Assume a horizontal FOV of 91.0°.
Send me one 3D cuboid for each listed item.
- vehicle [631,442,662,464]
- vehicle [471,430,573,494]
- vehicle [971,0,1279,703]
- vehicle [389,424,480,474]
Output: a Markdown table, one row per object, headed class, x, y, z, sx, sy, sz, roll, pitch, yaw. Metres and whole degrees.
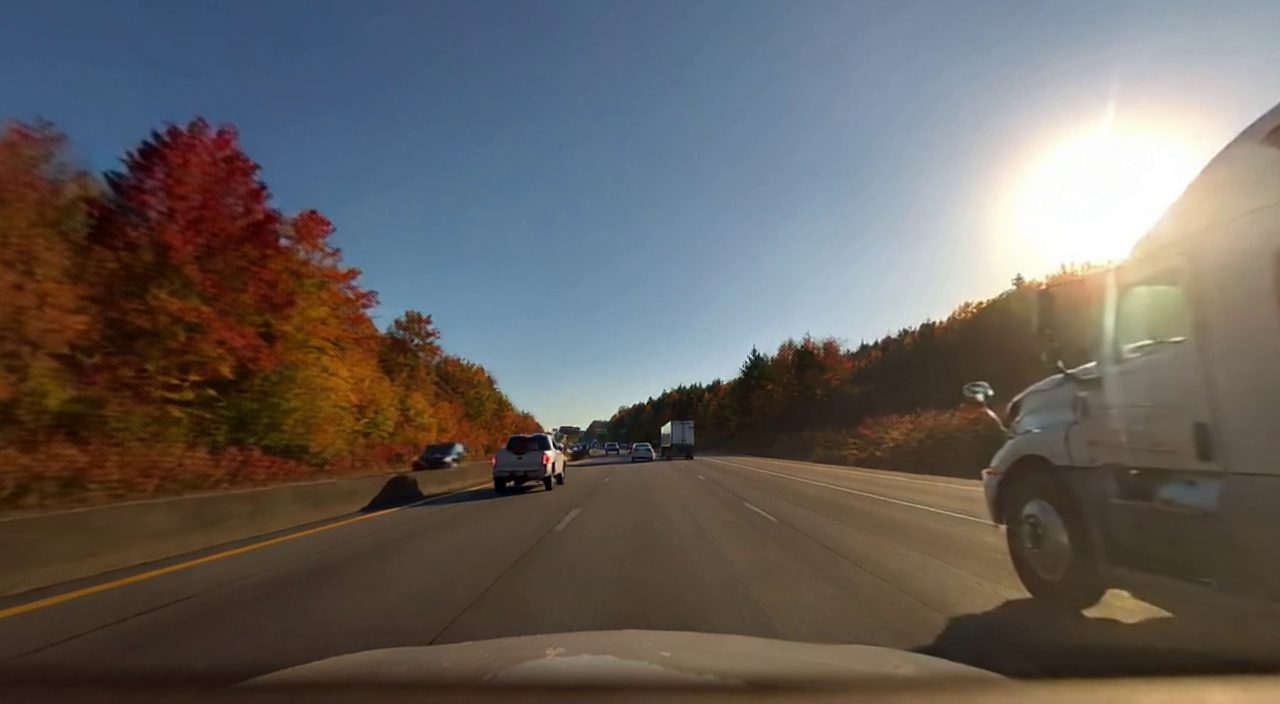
| class | x | y | z | sx | sy | sz | roll | pitch | yaw |
| --- | --- | --- | --- | --- | --- | --- | --- | --- | --- |
| vehicle | 0.470 | 7.159 | 44.854 | 2.152 | 1.484 | 4.211 | 0 | -8 | 1 |
| vehicle | -3.342 | 3.230 | 18.876 | 2.077 | 1.669 | 4.739 | 0 | -8 | 1 |
| vehicle | 4.795 | 0.183 | 4.001 | 3.306 | 3.639 | 3.451 | 0 | -8 | 0 |
| vehicle | -10.563 | 5.063 | 32.983 | 2.533 | 2.313 | 6.197 | 0 | -8 | 1 |
